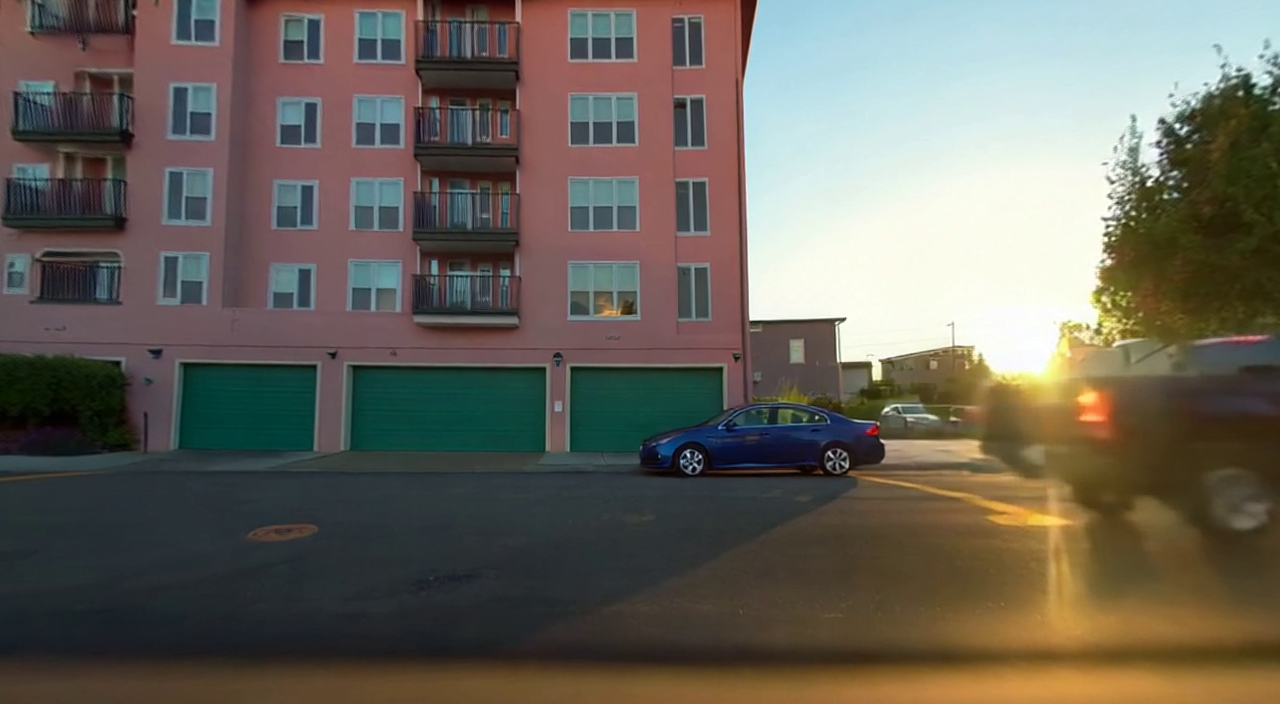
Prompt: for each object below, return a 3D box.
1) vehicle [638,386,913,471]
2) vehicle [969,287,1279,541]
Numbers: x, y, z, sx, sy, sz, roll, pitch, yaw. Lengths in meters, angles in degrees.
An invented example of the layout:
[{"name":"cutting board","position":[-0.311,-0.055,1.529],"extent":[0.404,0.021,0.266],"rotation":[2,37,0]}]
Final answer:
[{"name":"vehicle","position":[2.314,1.448,11.786],"extent":[4.697,1.444,1.825],"rotation":[0,-8,-1]},{"name":"vehicle","position":[6.498,0.606,6.003],"extent":[5.448,1.974,2.176],"rotation":[0,-8,0]}]
